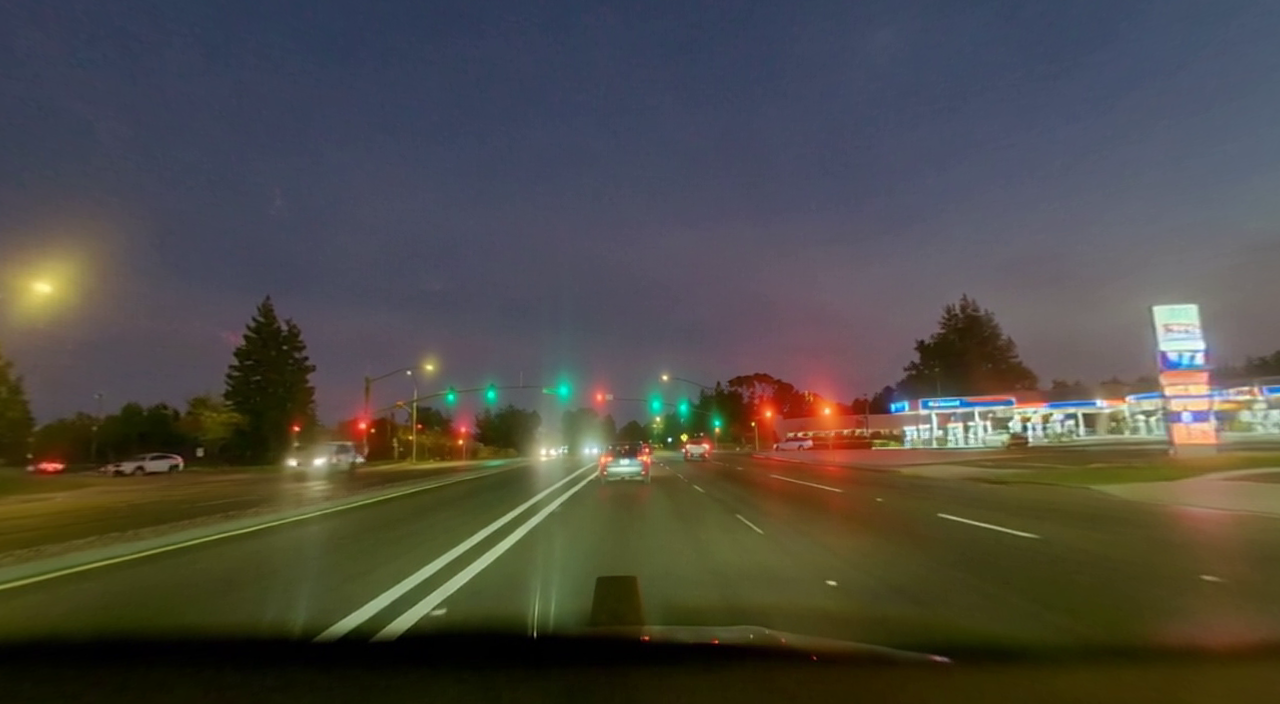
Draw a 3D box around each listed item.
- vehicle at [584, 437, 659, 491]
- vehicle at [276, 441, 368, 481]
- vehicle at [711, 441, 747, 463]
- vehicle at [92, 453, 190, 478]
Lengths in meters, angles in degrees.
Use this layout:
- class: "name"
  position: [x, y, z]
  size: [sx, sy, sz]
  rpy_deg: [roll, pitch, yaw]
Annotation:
- class: "vehicle"
  position: [-0.516, 3.349, 19.121]
  size: [2.040, 1.451, 3.736]
  rpy_deg: [0, -9, 0]
- class: "vehicle"
  position: [-17.396, 5.975, 34.976]
  size: [2.224, 2.000, 5.743]
  rpy_deg: [0, -9, -1]
- class: "vehicle"
  position: [6.336, 7.169, 45.428]
  size: [1.890, 1.489, 4.396]
  rpy_deg: [0, -9, -1]
- class: "vehicle"
  position: [-36.356, 8.238, 46.119]
  size: [5.292, 1.717, 2.099]
  rpy_deg: [0, -9, 0]
